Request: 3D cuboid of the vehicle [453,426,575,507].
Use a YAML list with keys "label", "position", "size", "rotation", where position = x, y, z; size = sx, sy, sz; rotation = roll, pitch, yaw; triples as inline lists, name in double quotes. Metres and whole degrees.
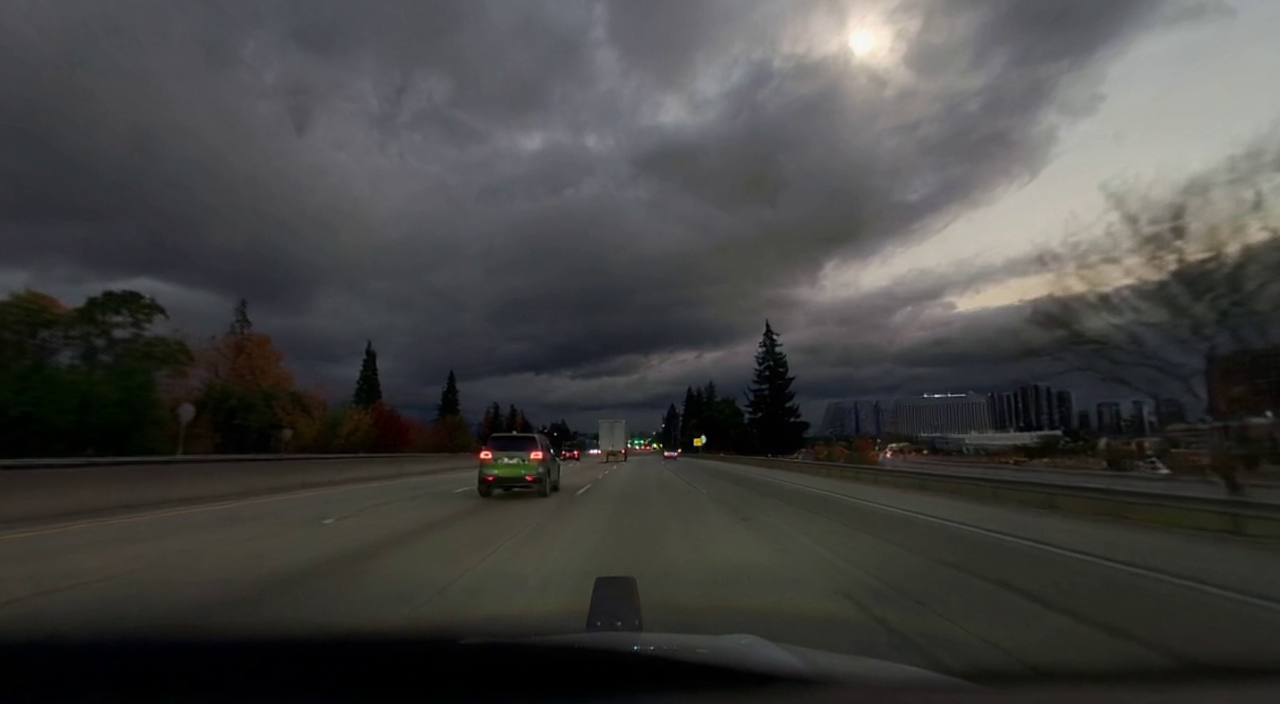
- label: "vehicle"
  position: [-3.005, 2.858, 16.099]
  size: [2.111, 1.742, 4.315]
  rotation: [0, -9, 1]
